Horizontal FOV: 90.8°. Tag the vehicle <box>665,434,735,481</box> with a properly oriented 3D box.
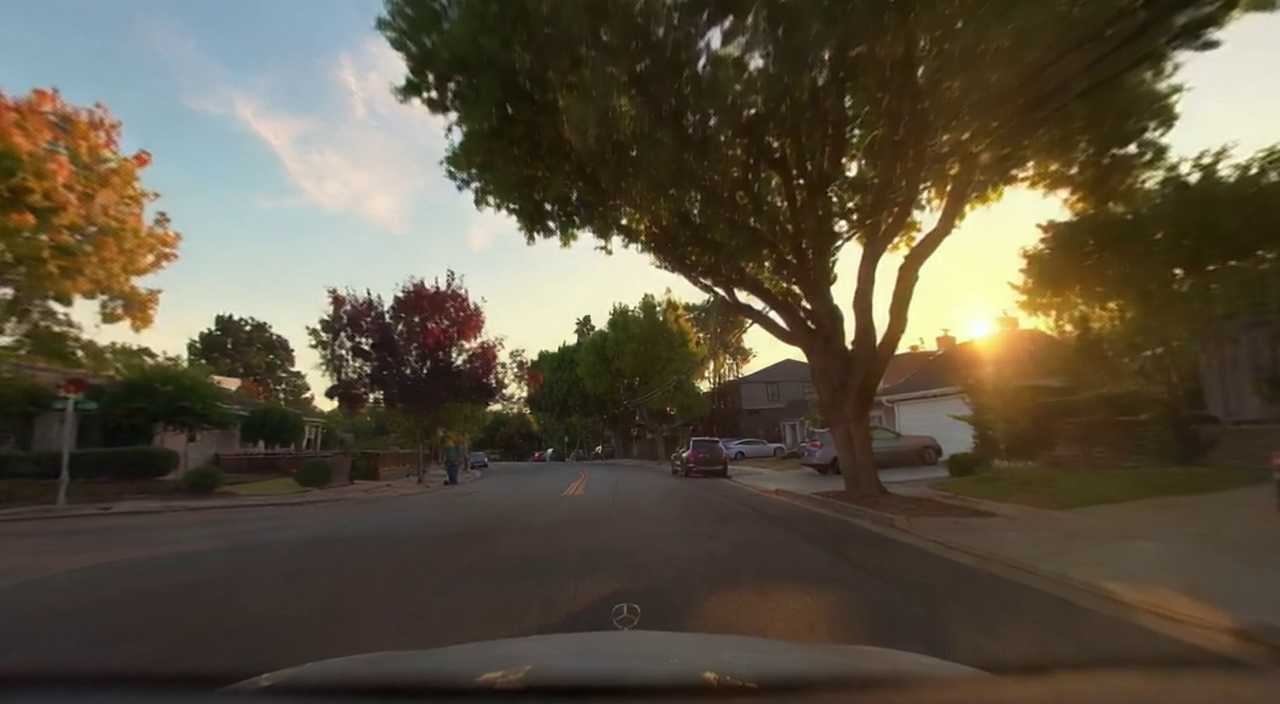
[{"bbox_3d":[2.628,4.803,29.002,2.214,1.962,4.733,1,-8,-7],"label":"vehicle"}]

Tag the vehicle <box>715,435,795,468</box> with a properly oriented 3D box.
[{"bbox_3d":[7.369,6.457,40.997,4.666,1.655,2.169,-5,-8,1],"label":"vehicle"}]

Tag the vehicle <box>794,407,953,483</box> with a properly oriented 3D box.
[{"bbox_3d":[8.532,3.433,23.461,4.801,2.139,2.164,-6,-8,-2],"label":"vehicle"}]
